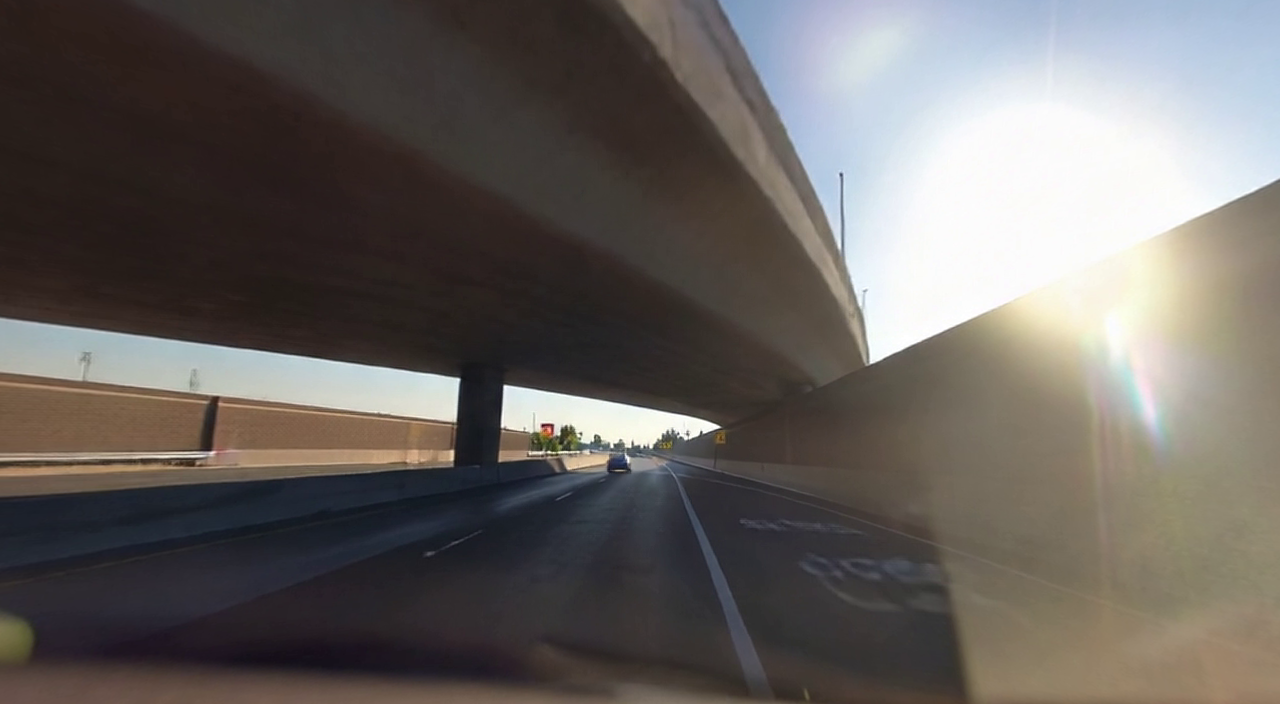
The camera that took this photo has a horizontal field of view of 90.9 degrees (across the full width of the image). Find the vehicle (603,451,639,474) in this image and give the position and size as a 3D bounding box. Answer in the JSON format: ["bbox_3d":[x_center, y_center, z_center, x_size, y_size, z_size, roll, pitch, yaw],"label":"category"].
[{"bbox_3d":[-1.332,8.040,46.093,2.172,1.587,4.518,-1,-9,3],"label":"vehicle"}]
